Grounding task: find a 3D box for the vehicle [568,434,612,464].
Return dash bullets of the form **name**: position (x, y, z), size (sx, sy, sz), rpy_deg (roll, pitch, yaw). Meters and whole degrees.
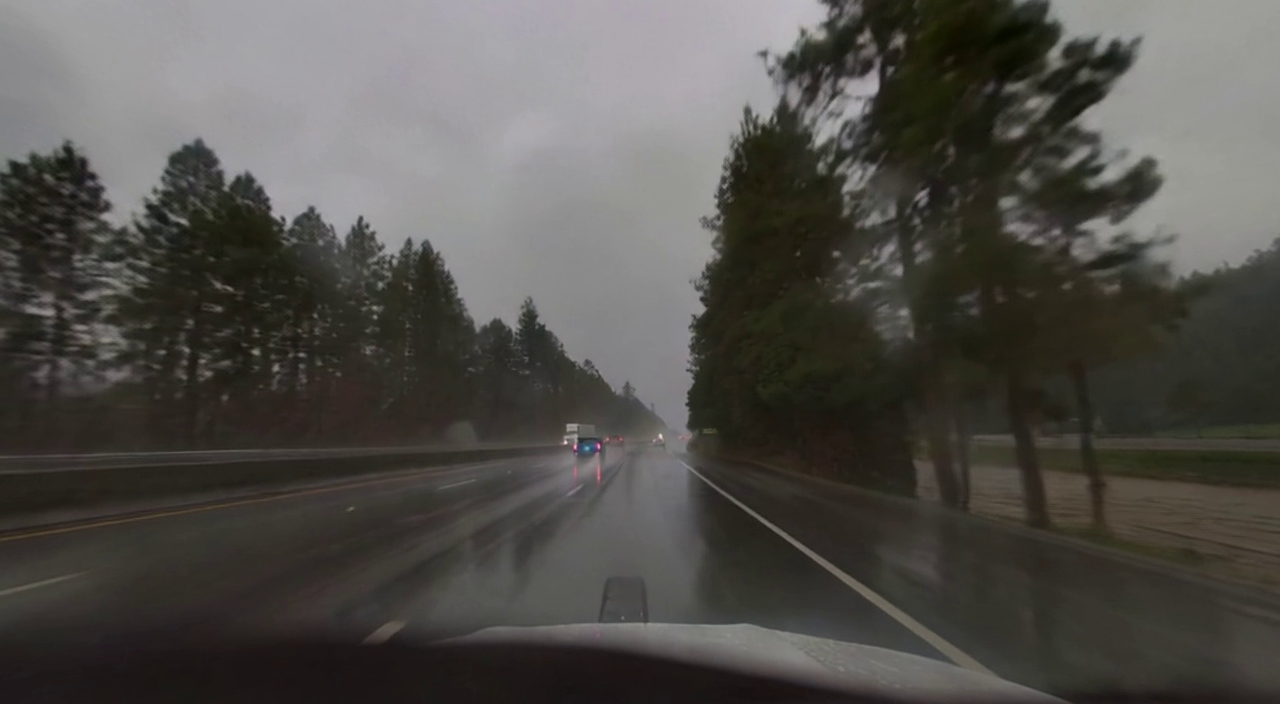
- **vehicle**: position (-2.857, 5.682, 36.798), size (2.053, 1.589, 4.671), rpy_deg (-1, -9, 2)
